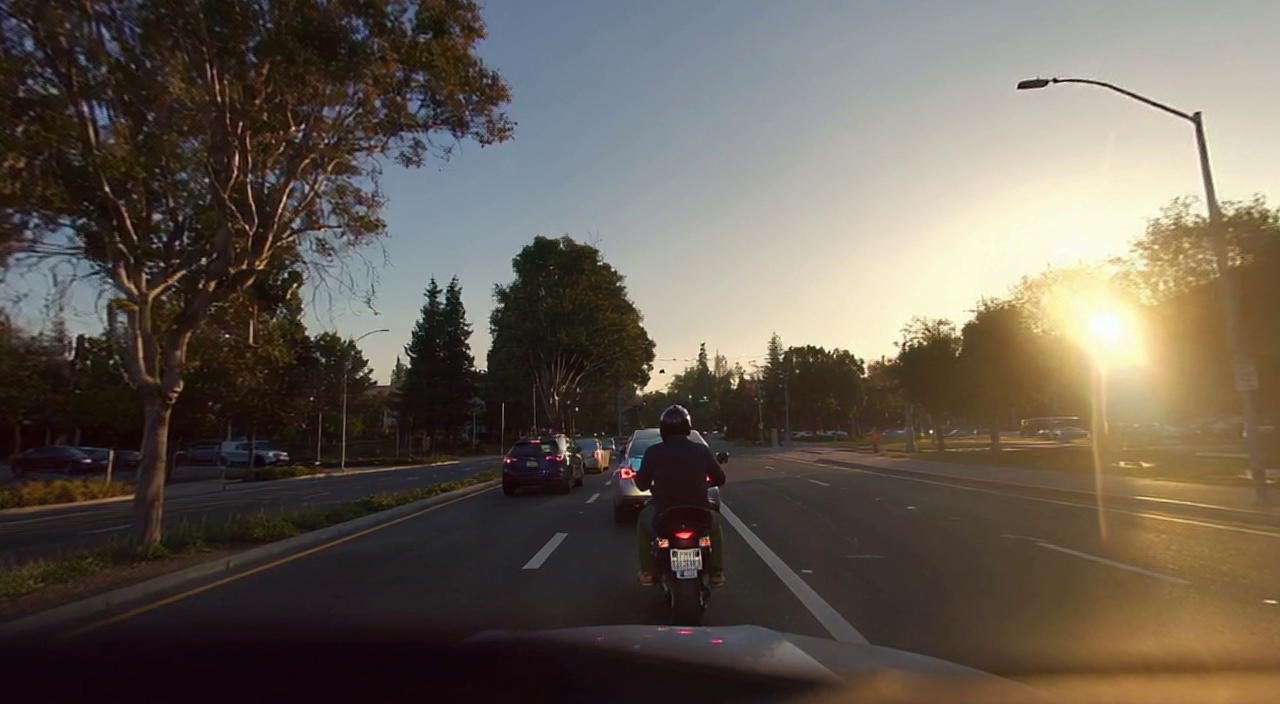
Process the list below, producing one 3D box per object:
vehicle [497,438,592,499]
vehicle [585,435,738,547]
[{"bbox_3d":[-2.554,3.216,17.855,1.979,1.499,3.840,-1,-8,2],"label":"vehicle"},{"bbox_3d":[0.324,2.169,10.669,2.009,1.450,4.608,-1,-8,1],"label":"vehicle"}]
